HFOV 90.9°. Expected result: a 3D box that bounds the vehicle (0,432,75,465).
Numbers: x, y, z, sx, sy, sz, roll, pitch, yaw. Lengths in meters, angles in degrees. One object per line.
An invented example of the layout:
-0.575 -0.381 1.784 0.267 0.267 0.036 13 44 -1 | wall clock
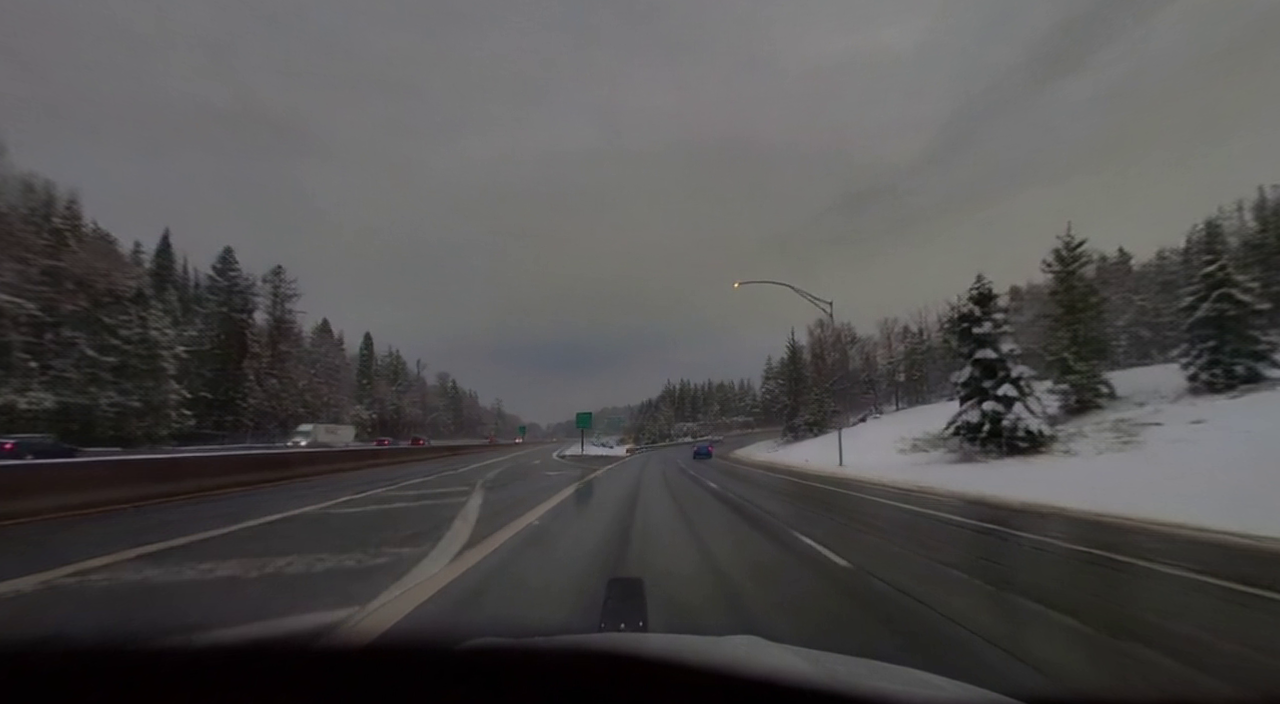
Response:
-36.465 5.644 37.003 2.168 1.824 4.932 1 -8 -3 | vehicle
